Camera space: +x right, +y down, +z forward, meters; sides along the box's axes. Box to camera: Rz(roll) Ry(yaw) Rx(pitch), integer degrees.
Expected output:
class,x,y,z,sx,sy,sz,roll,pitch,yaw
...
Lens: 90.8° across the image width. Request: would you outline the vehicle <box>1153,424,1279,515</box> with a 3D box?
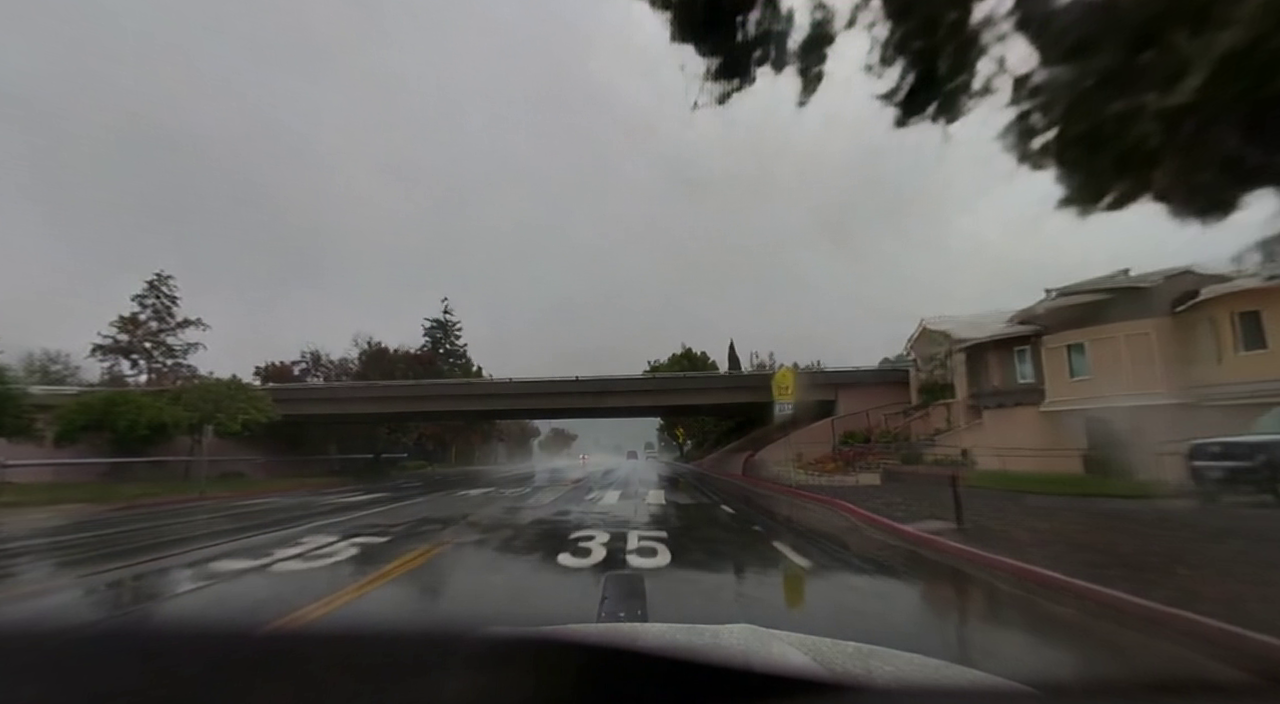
class,x,y,z,sx,sy,sz,roll,pitch,yaw
vehicle,11.317,1.832,9.891,1.809,1.432,4.629,5,-10,-32
